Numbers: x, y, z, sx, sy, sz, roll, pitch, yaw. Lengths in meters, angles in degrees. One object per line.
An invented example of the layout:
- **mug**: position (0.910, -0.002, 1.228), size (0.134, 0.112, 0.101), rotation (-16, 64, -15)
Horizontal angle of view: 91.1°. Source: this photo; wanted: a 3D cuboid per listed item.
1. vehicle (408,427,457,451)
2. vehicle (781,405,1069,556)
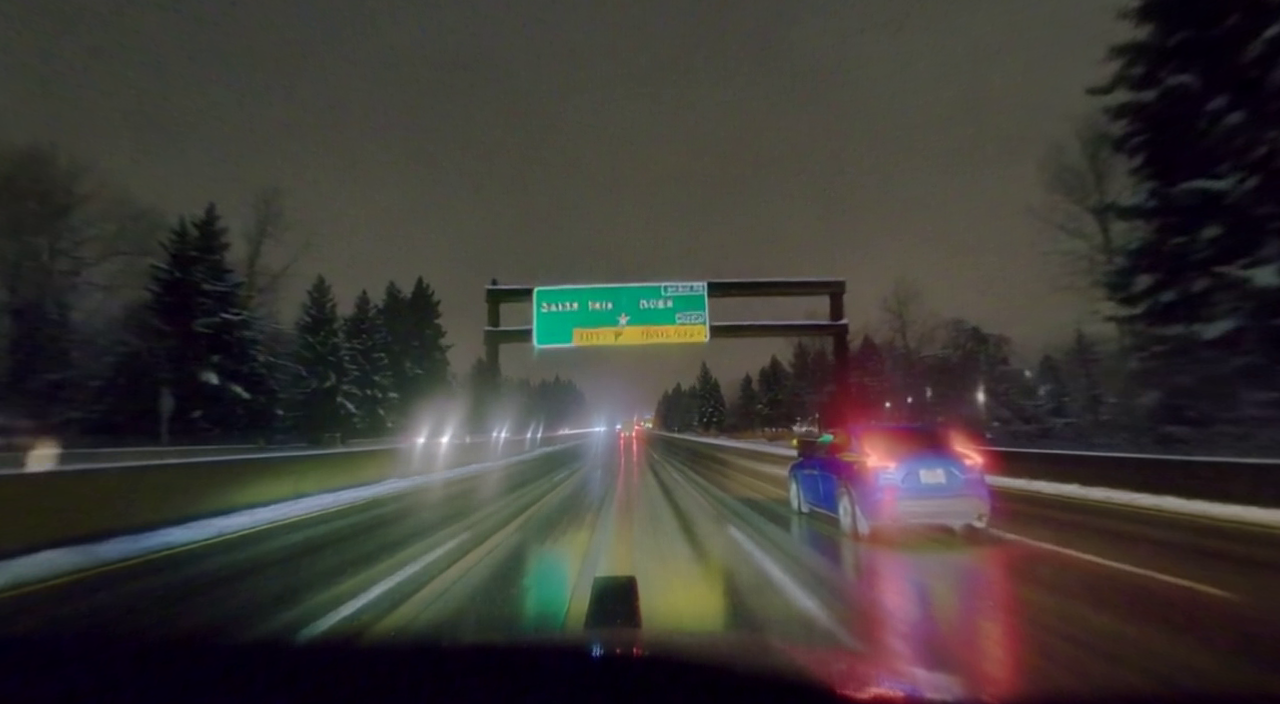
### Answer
- **vehicle**: position (-13.727, 5.795, 41.850), size (1.890, 1.543, 4.201), rotation (0, -8, -1)
- **vehicle**: position (3.438, 1.610, 8.605), size (1.973, 1.563, 3.959), rotation (0, -8, -2)
